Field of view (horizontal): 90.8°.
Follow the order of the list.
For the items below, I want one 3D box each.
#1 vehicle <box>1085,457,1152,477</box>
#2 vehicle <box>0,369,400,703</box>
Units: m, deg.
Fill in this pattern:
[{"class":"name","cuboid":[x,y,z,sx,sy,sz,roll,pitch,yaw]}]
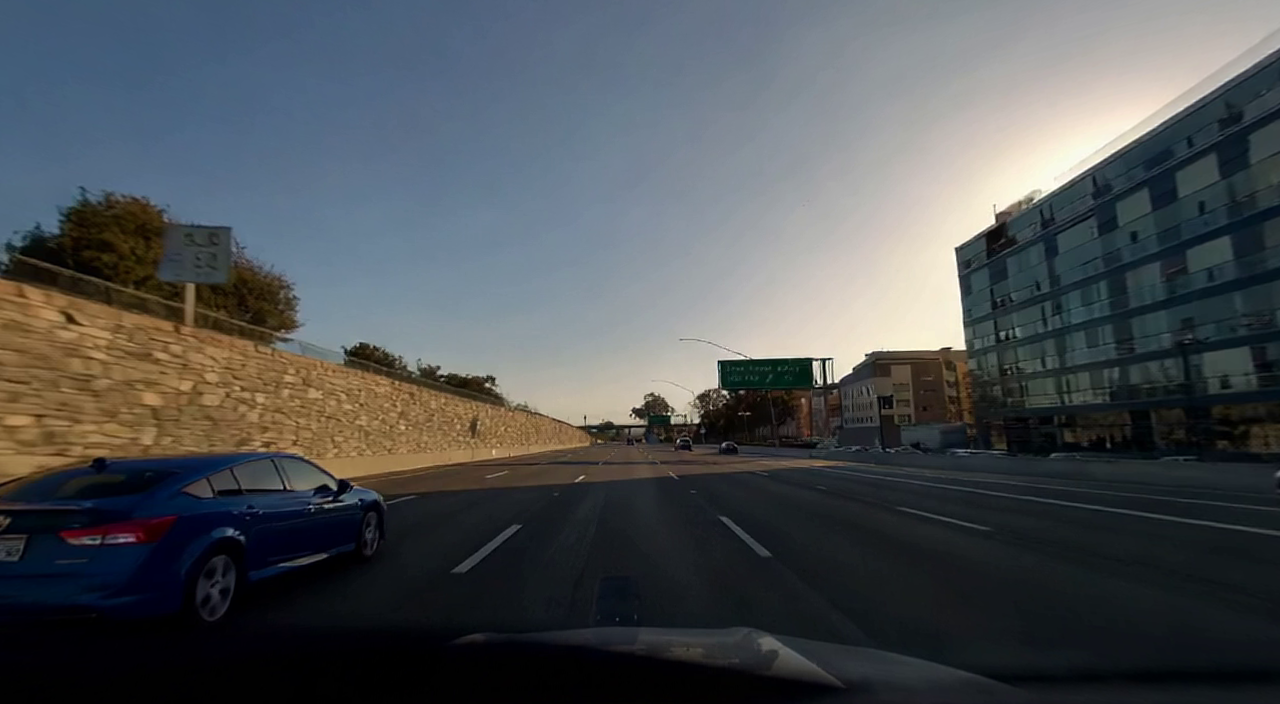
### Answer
[{"class":"vehicle","cuboid":[35.199,8.458,46.498,3.611,1.377,1.625,0,-8,0]},{"class":"vehicle","cuboid":[-3.879,1.209,5.274,2.070,1.641,4.315,0,-8,-1]}]
